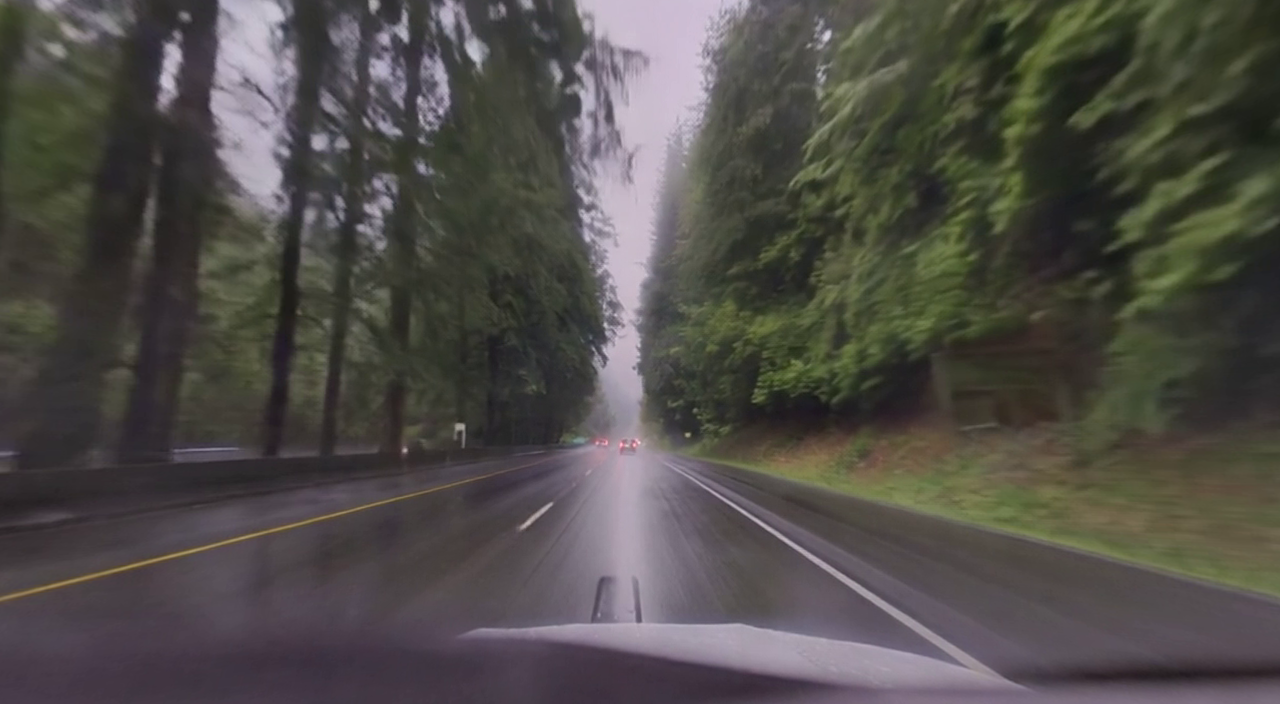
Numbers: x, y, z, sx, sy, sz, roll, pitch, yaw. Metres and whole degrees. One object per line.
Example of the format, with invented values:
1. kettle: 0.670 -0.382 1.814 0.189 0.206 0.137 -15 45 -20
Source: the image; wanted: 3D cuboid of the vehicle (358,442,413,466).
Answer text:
1. vehicle: -16.760 6.694 41.625 1.890 1.480 4.241 0 -8 0
